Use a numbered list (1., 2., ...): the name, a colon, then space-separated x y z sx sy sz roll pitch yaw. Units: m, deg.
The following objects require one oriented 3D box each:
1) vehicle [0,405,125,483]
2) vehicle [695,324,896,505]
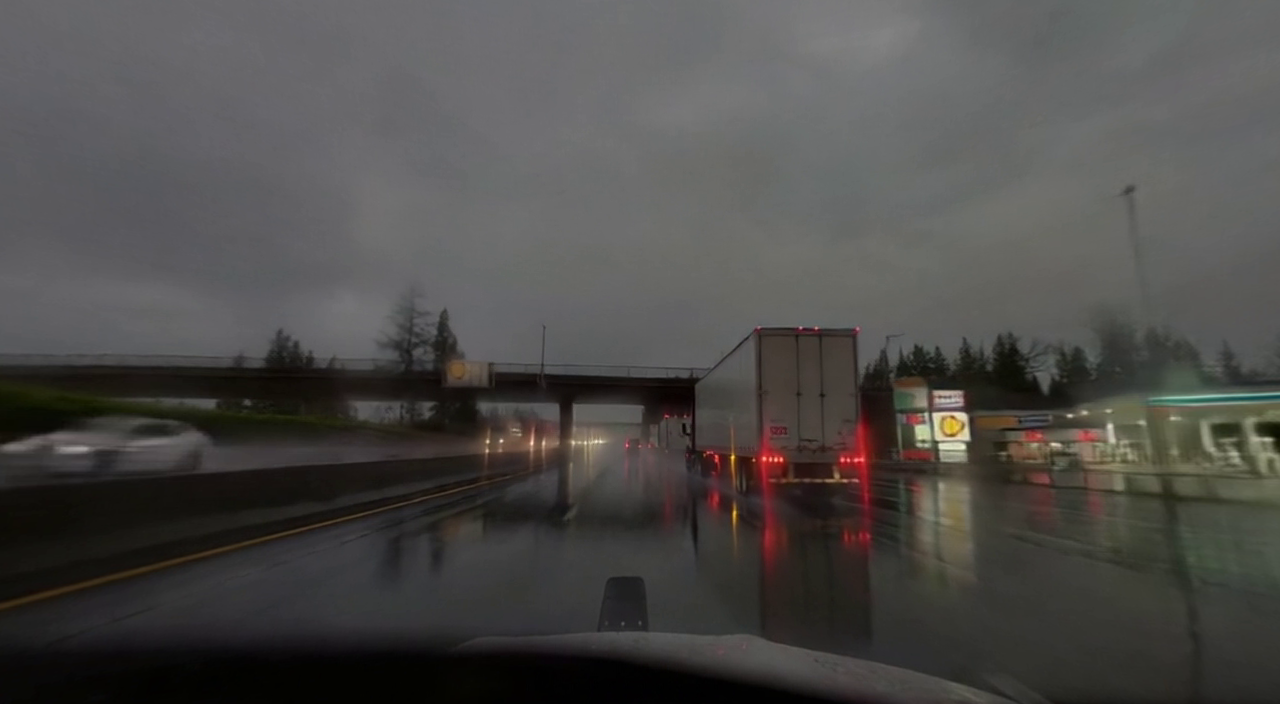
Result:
1. vehicle: -12.726 1.845 12.627 1.719 1.433 3.631 0 -9 -1
2. vehicle: 3.994 2.389 20.879 2.922 3.987 14.038 0 -9 -1
